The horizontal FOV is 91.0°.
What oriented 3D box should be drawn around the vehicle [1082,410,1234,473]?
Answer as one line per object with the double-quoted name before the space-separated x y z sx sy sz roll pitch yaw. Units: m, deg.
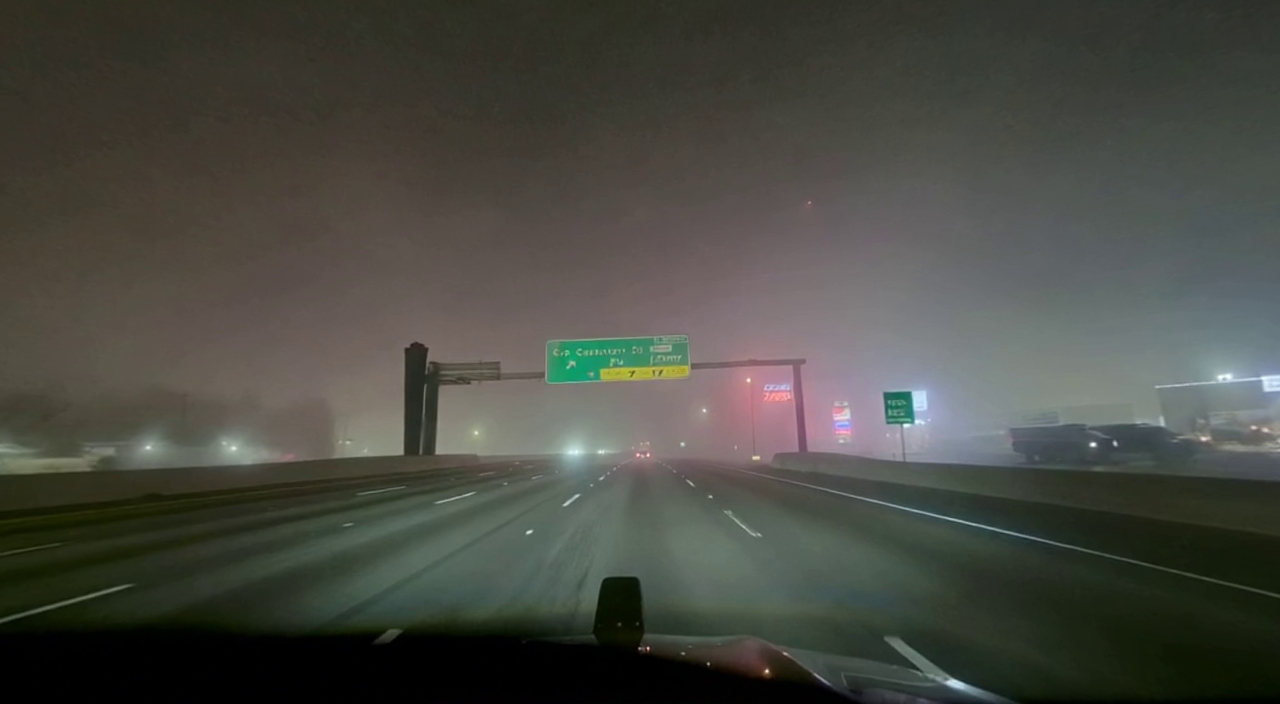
"vehicle" 37.918 6.695 46.721 2.959 4.000 8.873 -4 -9 -3
